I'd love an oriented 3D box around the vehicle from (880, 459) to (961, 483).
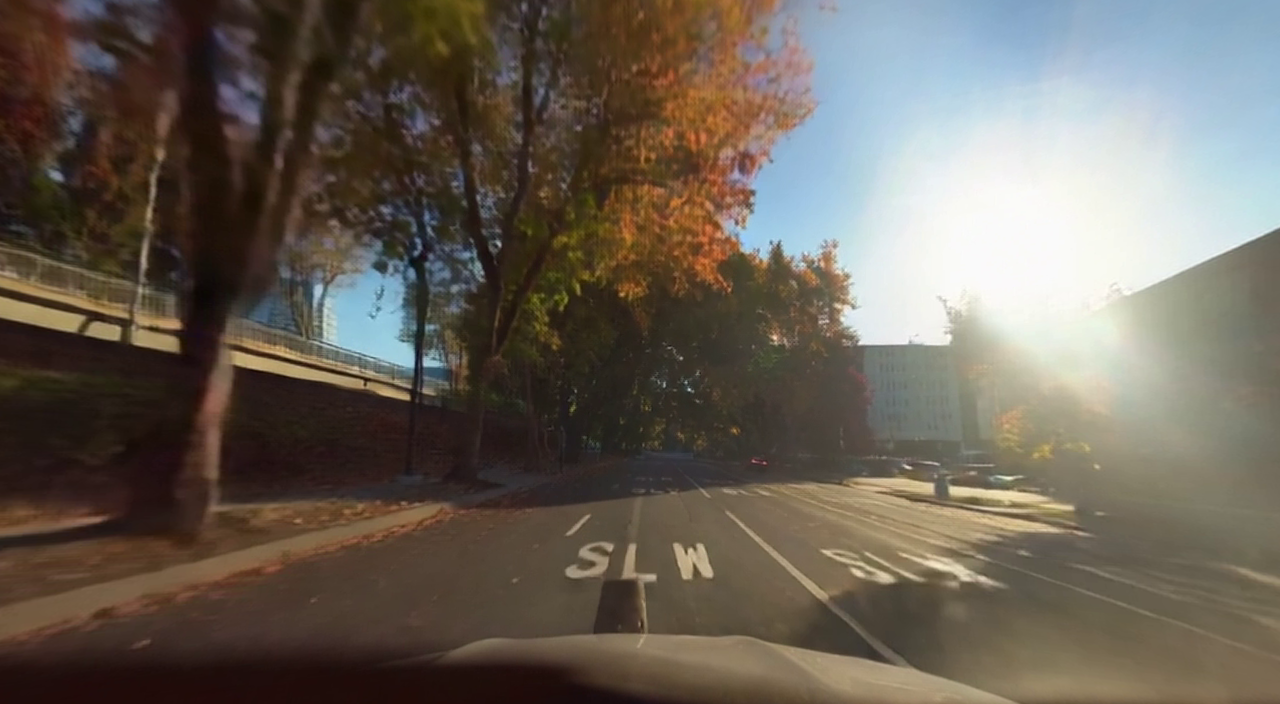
[{"bbox_3d":[19.844,8.428,44.754,4.635,1.552,2.334,1,-9,1],"label":"vehicle"}]
